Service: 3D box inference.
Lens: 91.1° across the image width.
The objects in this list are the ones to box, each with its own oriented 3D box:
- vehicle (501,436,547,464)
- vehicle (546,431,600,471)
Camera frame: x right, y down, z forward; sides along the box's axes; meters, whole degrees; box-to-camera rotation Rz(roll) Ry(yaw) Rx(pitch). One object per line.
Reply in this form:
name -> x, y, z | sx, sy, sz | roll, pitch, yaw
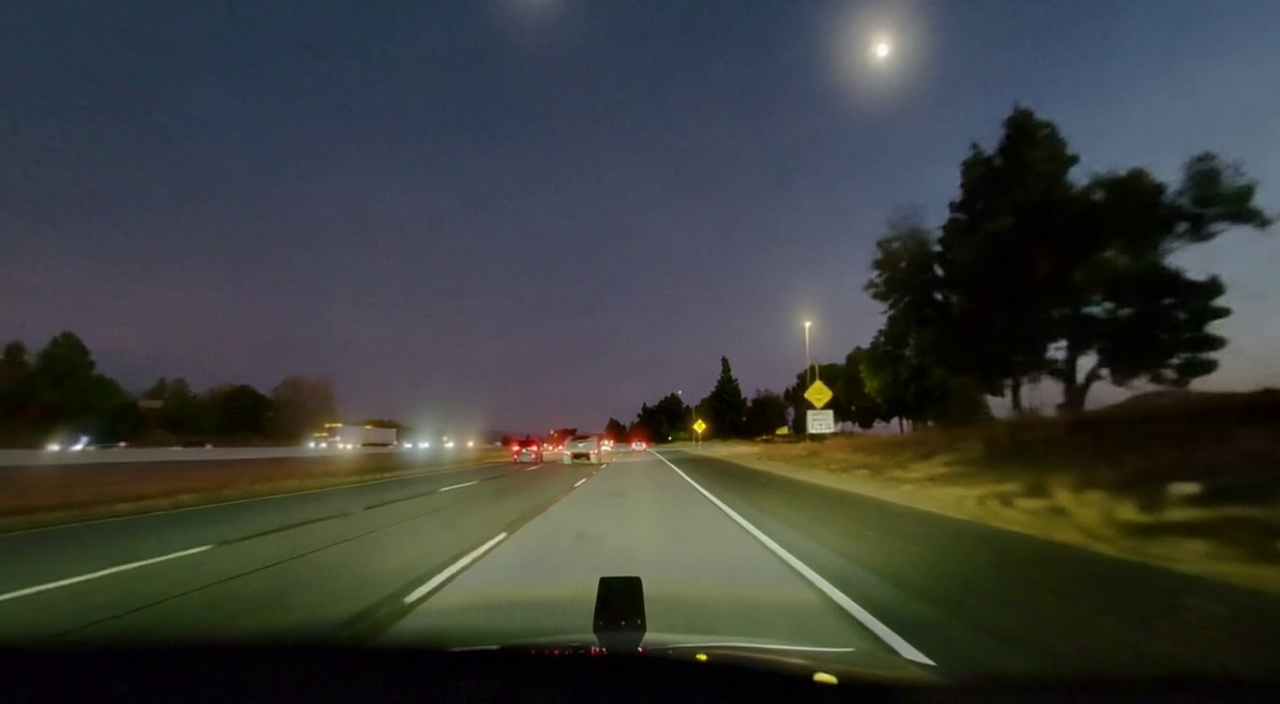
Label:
vehicle -> -7.447, 6.328, 40.682 | 2.078, 1.729, 4.722 | 0, -8, 0
vehicle -> -3.151, 4.781, 30.415 | 2.194, 1.766, 3.720 | 0, -8, 0
